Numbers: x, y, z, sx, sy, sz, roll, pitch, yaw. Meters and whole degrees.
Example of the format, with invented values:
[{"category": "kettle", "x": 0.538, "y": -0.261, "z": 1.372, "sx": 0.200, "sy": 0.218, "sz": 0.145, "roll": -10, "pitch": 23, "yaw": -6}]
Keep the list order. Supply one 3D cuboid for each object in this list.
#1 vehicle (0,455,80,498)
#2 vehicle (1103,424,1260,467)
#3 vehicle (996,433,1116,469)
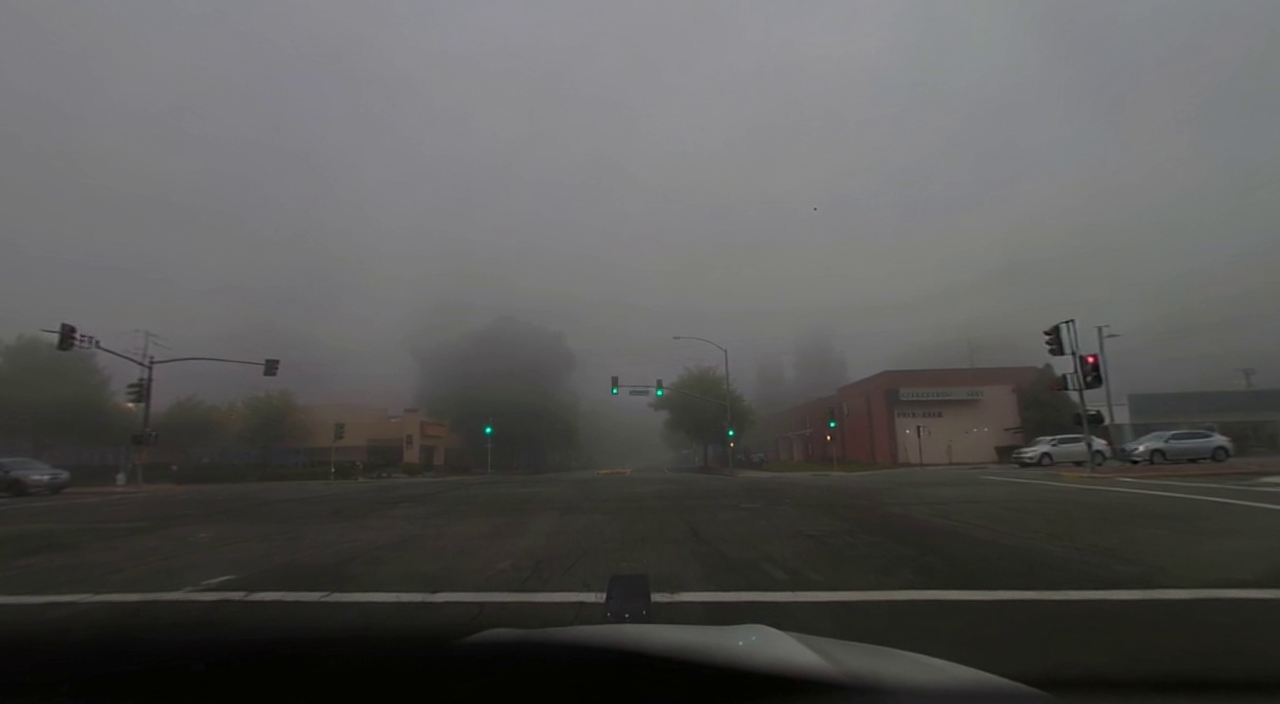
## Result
[{"category": "vehicle", "x": -25.237, "y": 4.876, "z": 24.958, "sx": 4.332, "sy": 1.573, "sz": 1.900, "roll": 0, "pitch": -9, "yaw": 3}, {"category": "vehicle", "x": 21.109, "y": 3.659, "z": 24.732, "sx": 4.288, "sy": 1.600, "sz": 1.927, "roll": 0, "pitch": -9, "yaw": 1}, {"category": "vehicle", "x": 20.433, "y": 4.880, "z": 31.129, "sx": 4.483, "sy": 1.691, "sz": 1.949, "roll": 0, "pitch": -9, "yaw": 1}]
